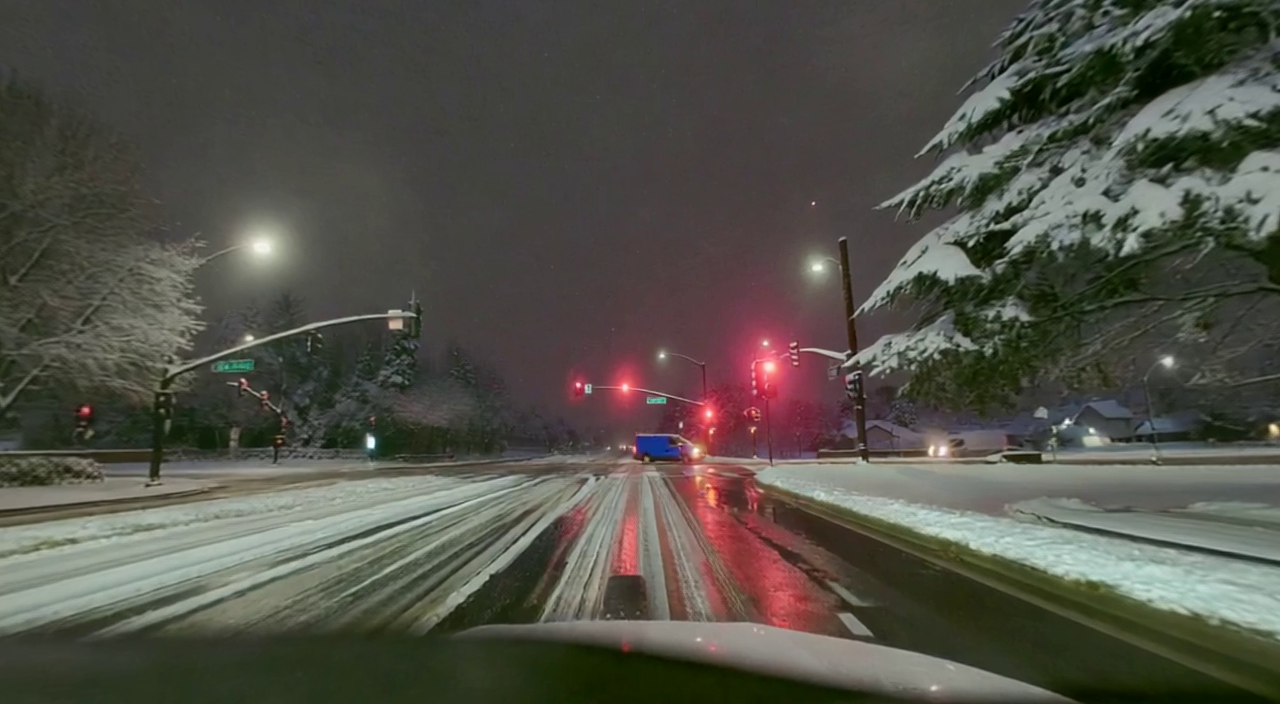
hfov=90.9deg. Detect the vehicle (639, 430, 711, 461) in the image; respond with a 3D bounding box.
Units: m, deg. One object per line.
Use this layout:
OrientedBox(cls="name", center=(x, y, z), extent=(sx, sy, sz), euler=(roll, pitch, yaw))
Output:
OrientedBox(cls="vehicle", center=(2.274, 6.254, 42.100), extent=(4.536, 1.965, 1.780), euler=(-6, -10, 36))
